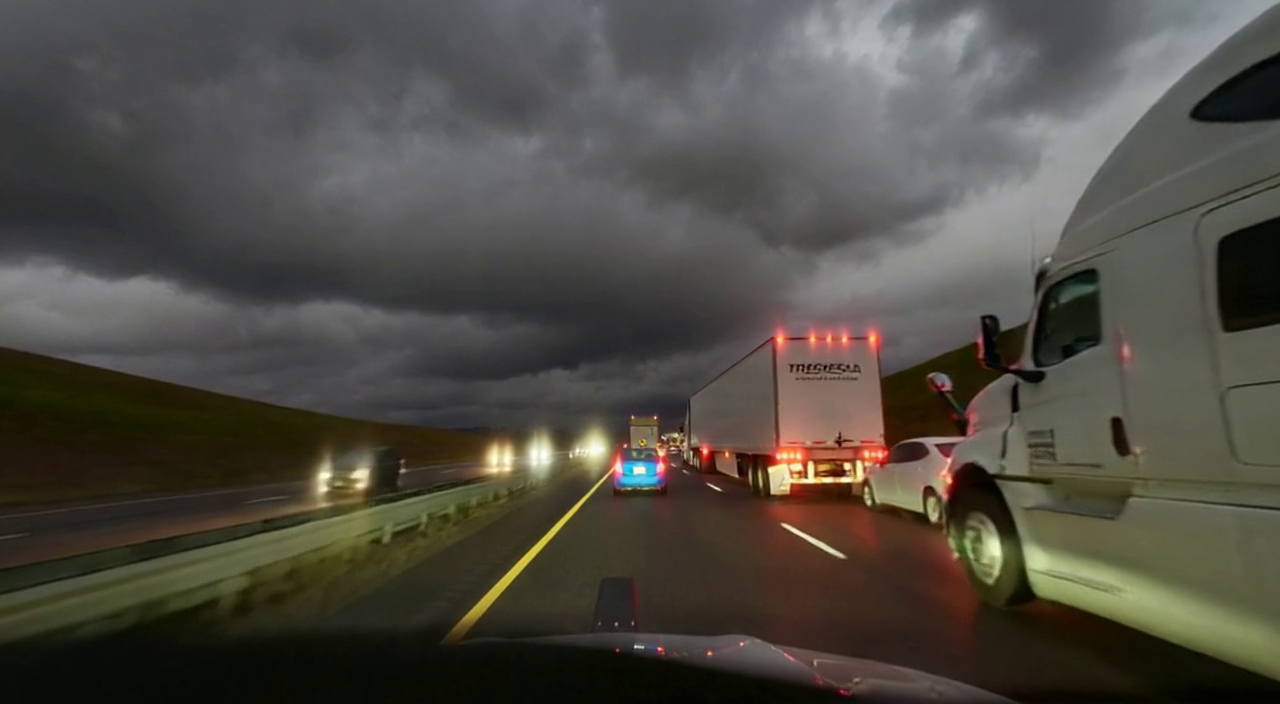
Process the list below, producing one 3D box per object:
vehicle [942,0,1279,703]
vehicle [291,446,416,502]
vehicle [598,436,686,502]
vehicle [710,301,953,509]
[{"bbox_3d":[4.257,-0.290,1.890,3.150,4.051,6.527,0,-8,-2],"label":"vehicle"},{"bbox_3d":[-10.004,4.254,22.450,2.259,1.699,4.510,-1,-8,1],"label":"vehicle"},{"bbox_3d":[0.018,2.993,16.564,2.045,1.507,3.763,-1,-8,-1],"label":"vehicle"},{"bbox_3d":[4.413,1.716,17.724,3.235,4.197,9.908,0,-8,-3],"label":"vehicle"}]
